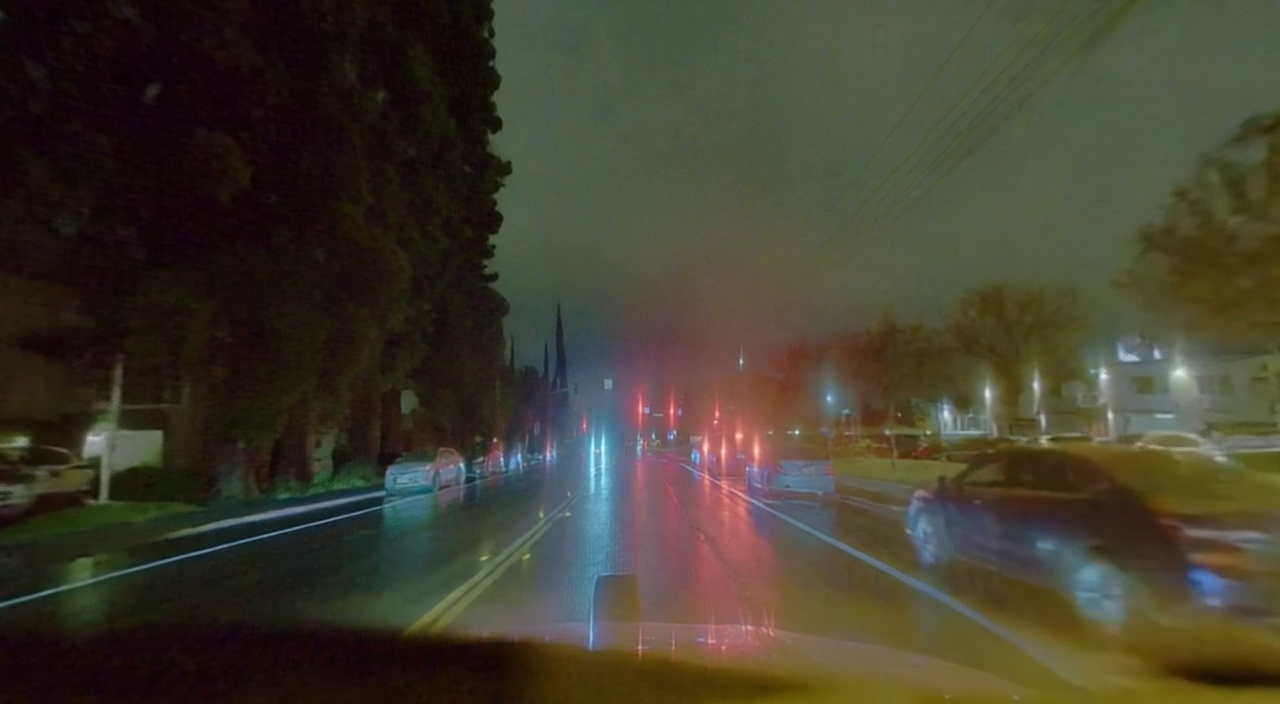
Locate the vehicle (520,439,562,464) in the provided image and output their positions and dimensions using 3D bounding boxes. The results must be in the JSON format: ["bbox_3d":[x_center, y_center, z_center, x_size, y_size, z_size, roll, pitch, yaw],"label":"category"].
[{"bbox_3d":[-7.313,7.377,46.870,2.150,1.766,5.483,0,-8,1],"label":"vehicle"}]

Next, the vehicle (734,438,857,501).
[{"bbox_3d":[3.918,3.025,16.671,2.036,1.405,4.312,0,-8,-2],"label":"vehicle"}]

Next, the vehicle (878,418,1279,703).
[{"bbox_3d":[4.026,1.414,5.529,2.005,1.466,4.767,0,-8,0],"label":"vehicle"}]

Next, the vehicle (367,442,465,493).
[{"bbox_3d":[-7.526,3.879,21.548,1.976,1.554,3.654,0,-8,1],"label":"vehicle"}]

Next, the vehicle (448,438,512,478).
[{"bbox_3d":[-7.541,5.035,30.168,1.994,1.718,4.518,0,-8,-1],"label":"vehicle"}]

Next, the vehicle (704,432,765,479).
[{"bbox_3d":[3.887,4.308,26.606,1.908,1.788,4.397,0,-8,1],"label":"vehicle"}]

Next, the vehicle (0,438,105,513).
[{"bbox_3d":[-14.157,2.621,13.469,1.921,1.518,3.799,0,-9,2],"label":"vehicle"}]
